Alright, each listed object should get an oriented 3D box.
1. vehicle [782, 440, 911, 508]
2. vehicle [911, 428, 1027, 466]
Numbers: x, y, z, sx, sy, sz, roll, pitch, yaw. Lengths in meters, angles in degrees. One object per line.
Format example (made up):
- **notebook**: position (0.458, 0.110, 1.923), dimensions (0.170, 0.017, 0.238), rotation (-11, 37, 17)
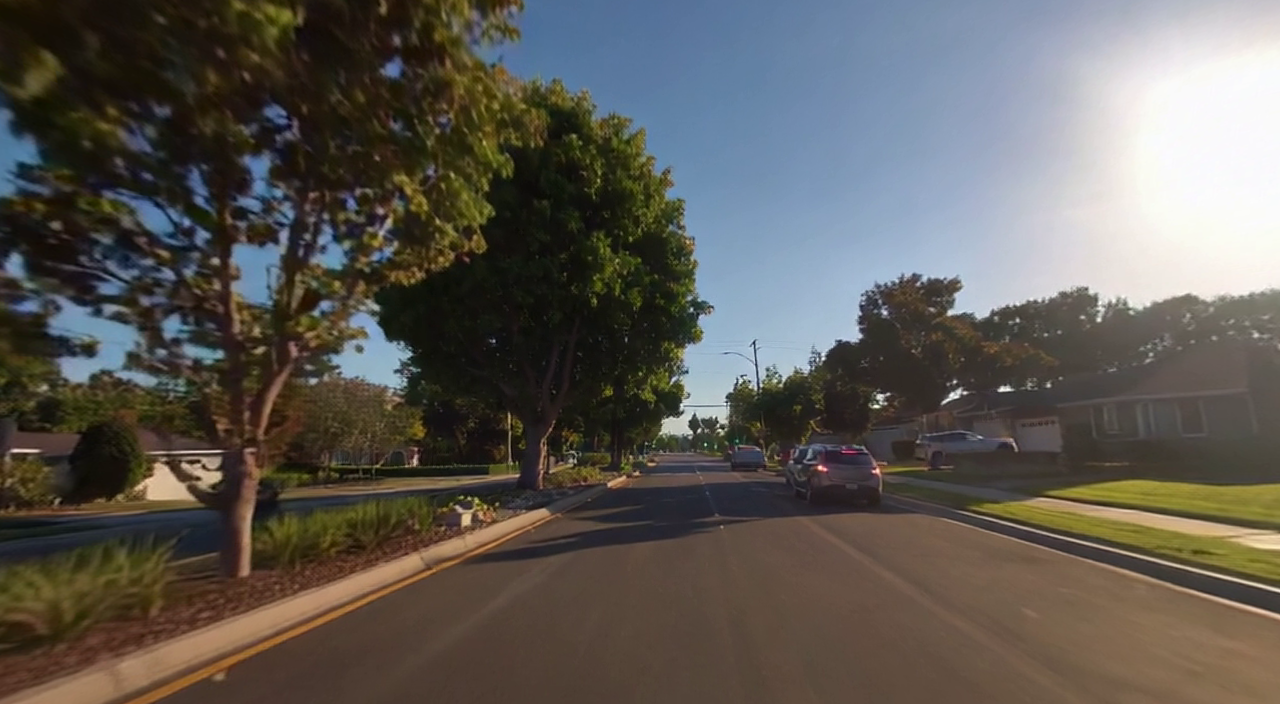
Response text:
- **vehicle**: position (5.224, 3.119, 16.712), dimensions (1.979, 1.524, 4.578), rotation (0, -8, 2)
- **vehicle**: position (13.812, 4.024, 26.672), dimensions (3.827, 1.512, 1.855), rotation (-1, -8, 5)
